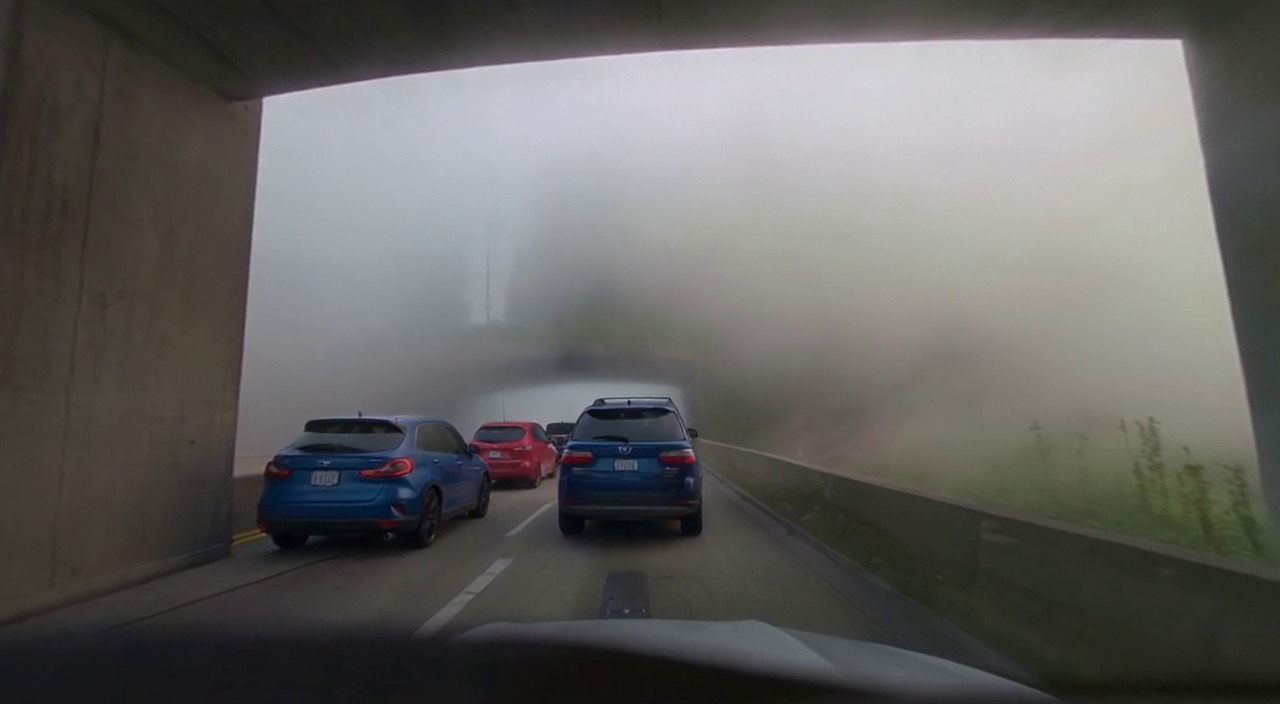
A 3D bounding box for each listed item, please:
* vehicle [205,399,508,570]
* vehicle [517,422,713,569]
[{"bbox_3d":[-3.430,1.714,8.883,2.017,1.761,4.572,-1,-8,2],"label":"vehicle"},{"bbox_3d":[-0.169,1.780,8.575,2.020,1.478,4.092,-1,-8,3],"label":"vehicle"}]
